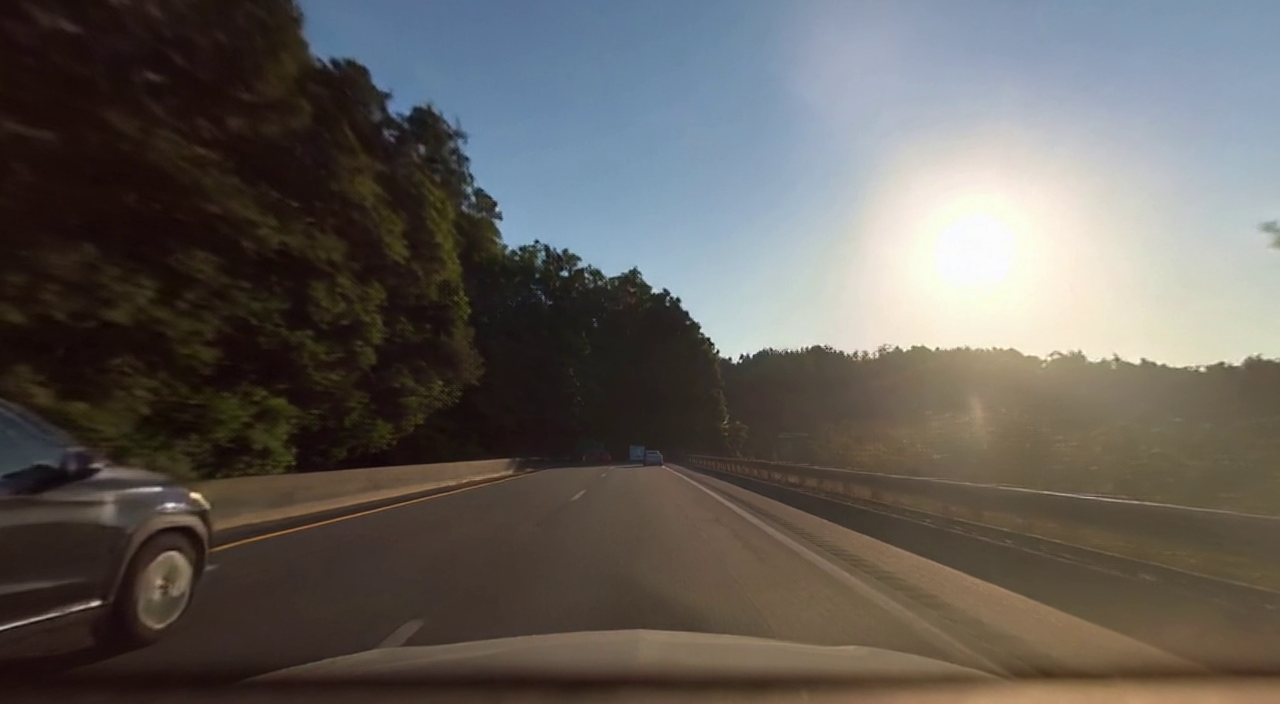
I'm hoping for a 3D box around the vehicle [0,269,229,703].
[{"bbox_3d":[-3.783,0.524,1.339,2.418,2.049,4.930,0,-9,0],"label":"vehicle"}]

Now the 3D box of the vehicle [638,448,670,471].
[{"bbox_3d":[0.884,7.225,42.612,2.046,1.452,4.407,0,-9,-1],"label":"vehicle"}]
